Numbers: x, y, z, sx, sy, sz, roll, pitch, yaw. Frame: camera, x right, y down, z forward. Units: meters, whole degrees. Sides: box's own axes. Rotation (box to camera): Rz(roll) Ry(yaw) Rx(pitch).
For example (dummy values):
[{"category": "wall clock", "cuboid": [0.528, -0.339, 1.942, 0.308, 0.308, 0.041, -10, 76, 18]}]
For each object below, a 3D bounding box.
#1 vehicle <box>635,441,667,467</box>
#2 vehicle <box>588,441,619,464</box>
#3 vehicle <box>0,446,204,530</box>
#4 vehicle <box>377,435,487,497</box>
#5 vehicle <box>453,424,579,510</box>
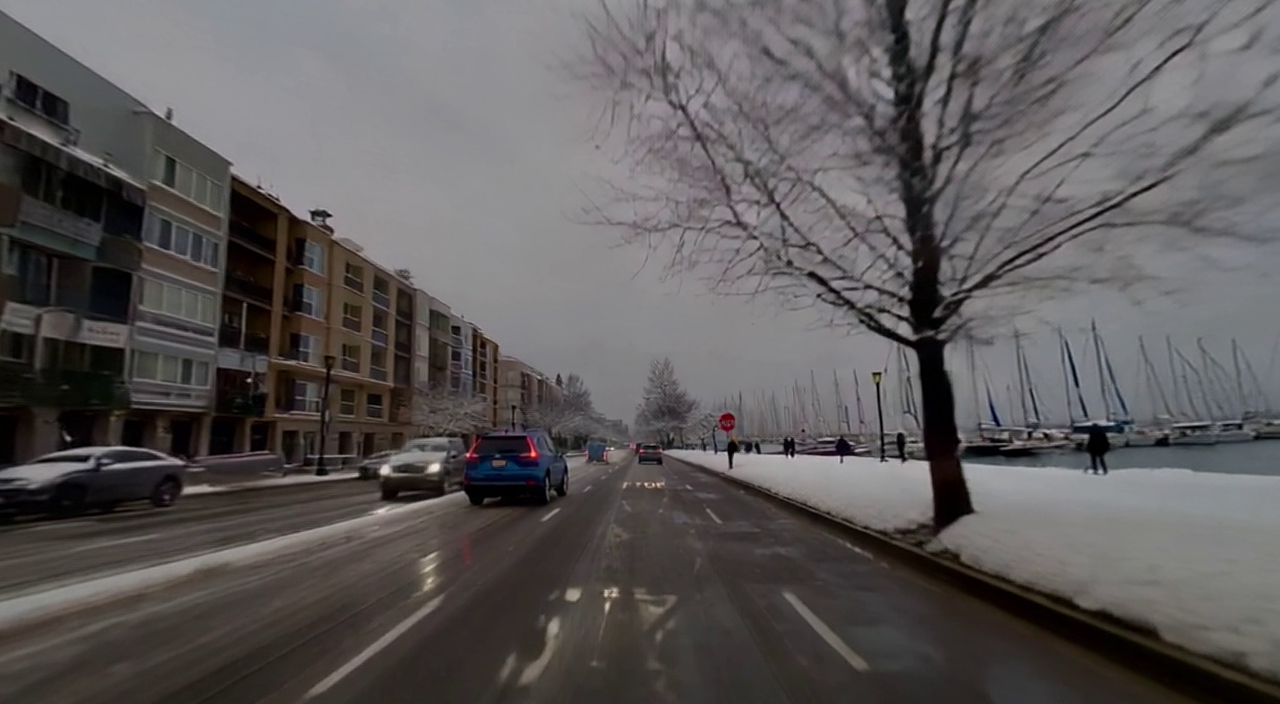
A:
[{"category": "vehicle", "cuboid": [0.755, 6.939, 43.080, 2.057, 1.624, 3.726, -1, -8, 2]}, {"category": "vehicle", "cuboid": [-2.836, 7.895, 49.567, 2.056, 1.680, 4.205, -1, -8, 1]}, {"category": "vehicle", "cuboid": [-13.408, 3.177, 15.448, 2.128, 1.716, 4.479, -1, -8, 2]}, {"category": "vehicle", "cuboid": [-6.526, 3.597, 20.354, 1.987, 1.751, 4.308, -1, -8, 1]}, {"category": "vehicle", "cuboid": [-2.889, 2.814, 15.915, 2.082, 1.817, 4.724, -1, -8, 2]}]
